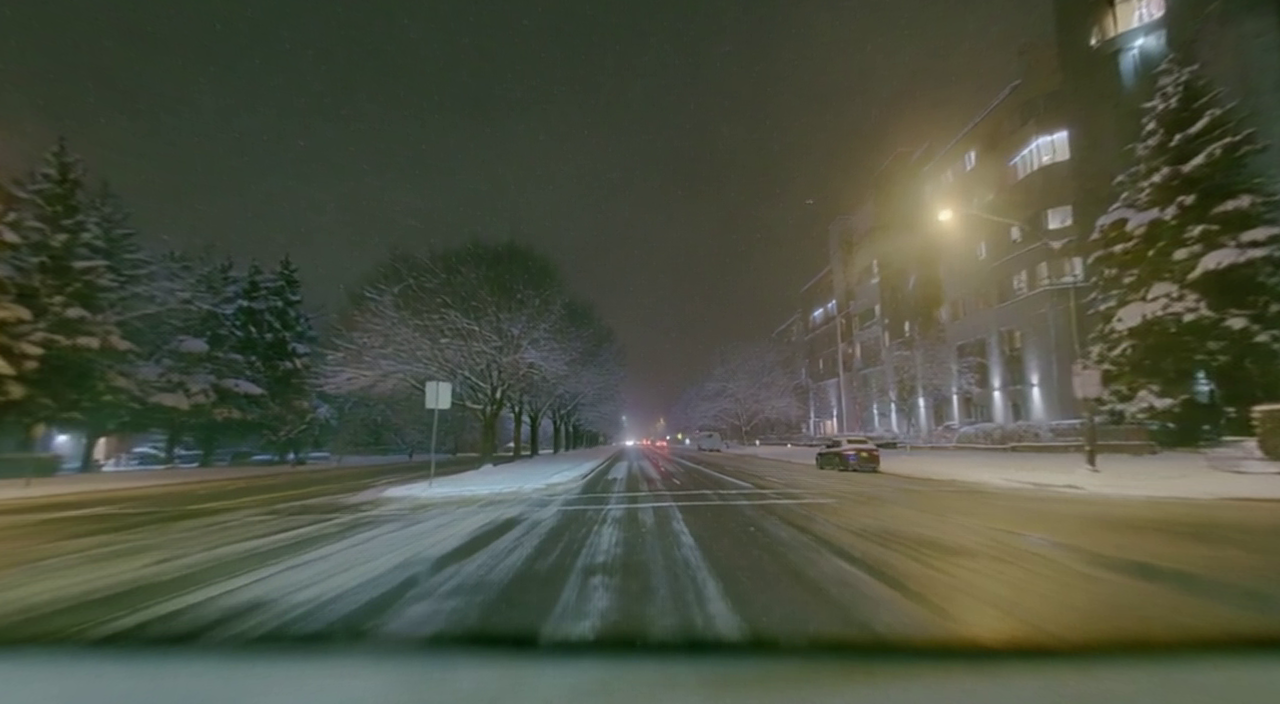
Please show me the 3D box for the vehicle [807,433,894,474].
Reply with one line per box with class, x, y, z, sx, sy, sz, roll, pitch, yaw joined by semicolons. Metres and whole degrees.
vehicle;9.777;4.756;29.839;2.065;1.732;5.036;1;-8;-4
